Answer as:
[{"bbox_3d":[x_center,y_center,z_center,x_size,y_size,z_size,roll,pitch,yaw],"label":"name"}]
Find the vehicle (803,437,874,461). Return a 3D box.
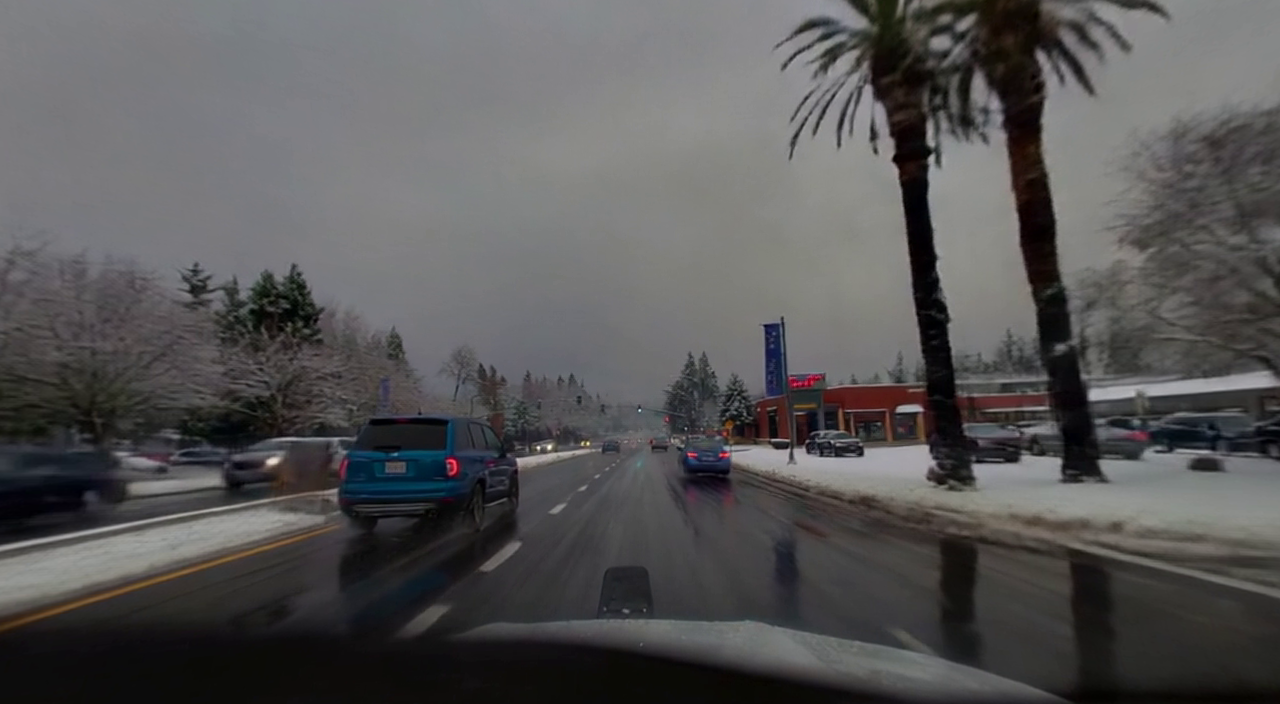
[{"bbox_3d":[12.188,5.977,38.898,1.874,1.386,3.745,6,-11,-36],"label":"vehicle"}]

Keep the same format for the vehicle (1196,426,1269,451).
[{"bbox_3d":[37.870,5.583,40.420,1.950,1.509,3.986,-4,-9,21],"label":"vehicle"}]

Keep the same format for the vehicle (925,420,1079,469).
[{"bbox_3d":[13.588,3.531,24.011,1.887,1.630,4.705,4,-10,-26],"label":"vehicle"}]

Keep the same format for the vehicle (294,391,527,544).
[{"bbox_3d":[-3.412,1.850,10.565,2.152,1.987,4.527,0,-9,0],"label":"vehicle"}]

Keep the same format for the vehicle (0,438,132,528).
[{"bbox_3d":[-14.181,2.801,13.761,2.483,1.806,4.369,0,-9,0],"label":"vehicle"}]

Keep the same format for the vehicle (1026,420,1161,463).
[{"bbox_3d":[18.769,3.707,26.124,4.591,1.666,1.901,2,-9,-15],"label":"vehicle"}]

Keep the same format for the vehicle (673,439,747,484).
[{"bbox_3d":[2.462,4.006,23.334,1.919,1.472,4.470,0,-9,-4],"label":"vehicle"}]
